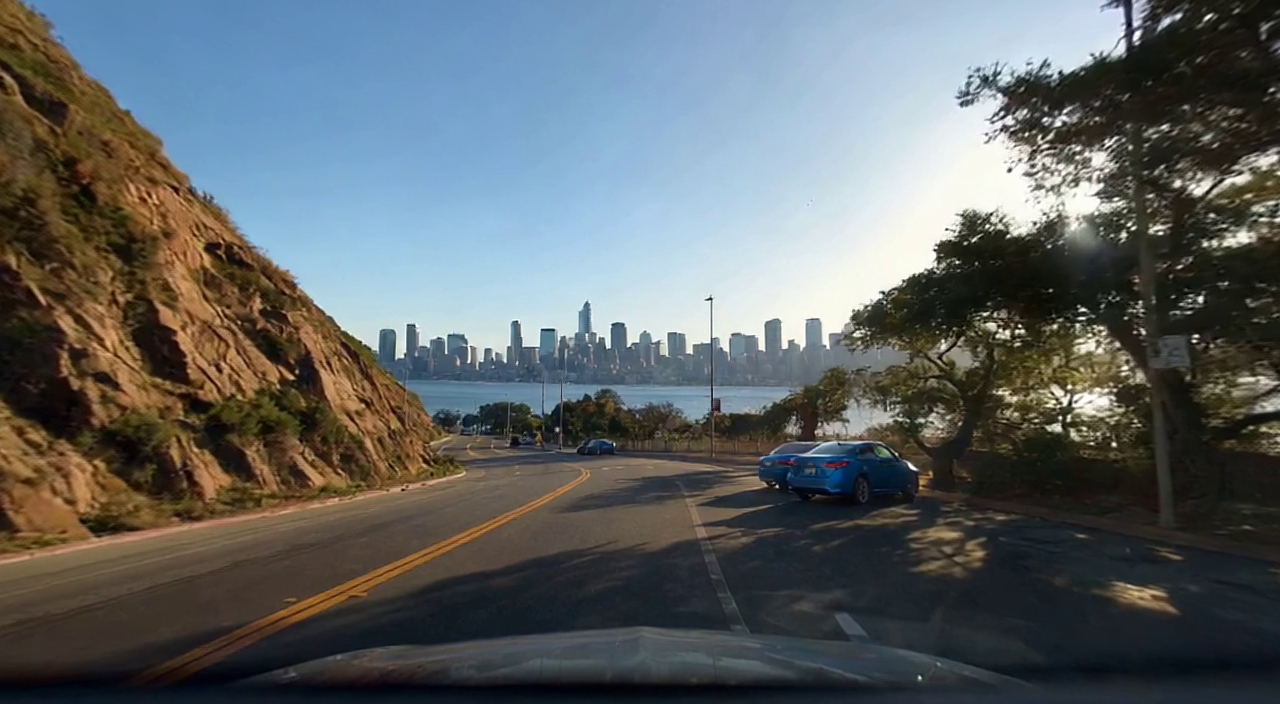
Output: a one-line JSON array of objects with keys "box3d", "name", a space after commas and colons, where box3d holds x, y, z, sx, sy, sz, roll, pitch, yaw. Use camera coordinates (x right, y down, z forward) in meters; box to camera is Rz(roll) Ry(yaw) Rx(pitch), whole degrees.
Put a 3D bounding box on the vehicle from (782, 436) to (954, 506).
[{"box3d": [5.915, 2.946, 16.152, 4.609, 1.505, 2.061, 7, -11, -40], "name": "vehicle"}]
